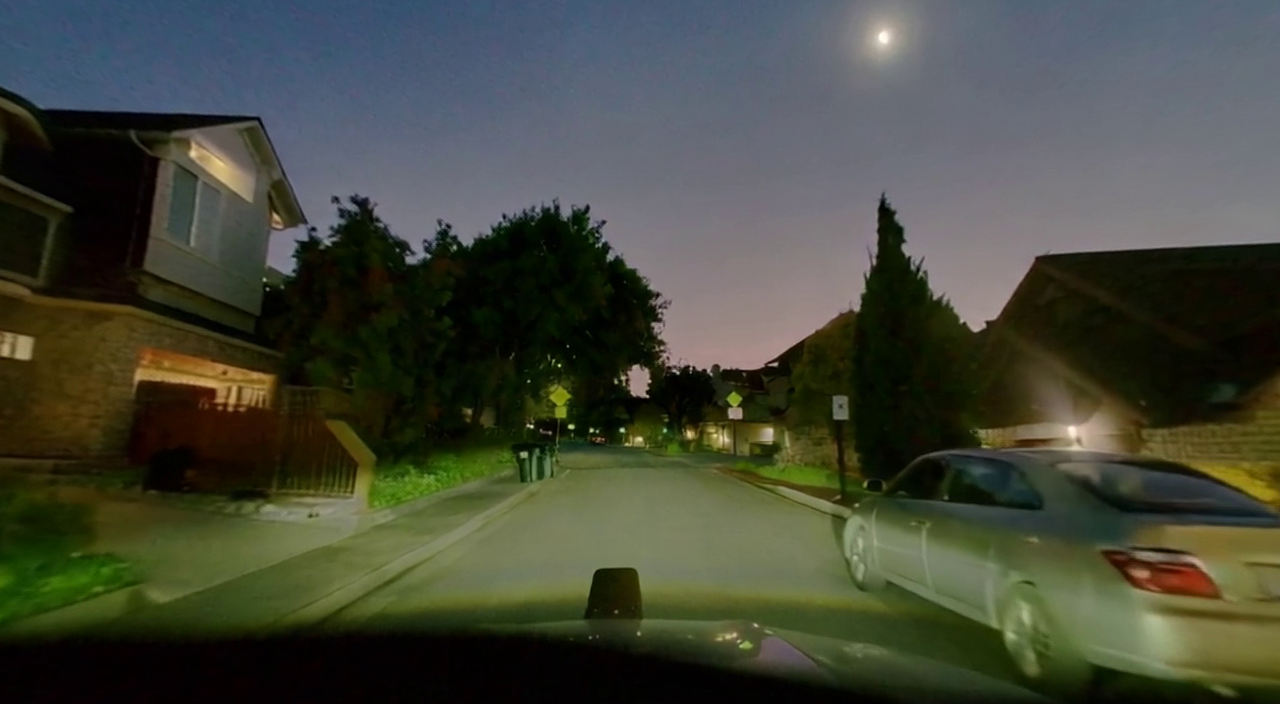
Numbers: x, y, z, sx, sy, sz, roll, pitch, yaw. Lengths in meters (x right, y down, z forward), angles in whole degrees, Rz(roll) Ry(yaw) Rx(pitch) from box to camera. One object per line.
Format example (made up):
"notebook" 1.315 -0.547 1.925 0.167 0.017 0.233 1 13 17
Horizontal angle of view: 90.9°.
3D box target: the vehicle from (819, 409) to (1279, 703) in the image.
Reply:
"vehicle" 2.878 1.227 4.281 1.955 1.498 4.046 0 -8 -3
